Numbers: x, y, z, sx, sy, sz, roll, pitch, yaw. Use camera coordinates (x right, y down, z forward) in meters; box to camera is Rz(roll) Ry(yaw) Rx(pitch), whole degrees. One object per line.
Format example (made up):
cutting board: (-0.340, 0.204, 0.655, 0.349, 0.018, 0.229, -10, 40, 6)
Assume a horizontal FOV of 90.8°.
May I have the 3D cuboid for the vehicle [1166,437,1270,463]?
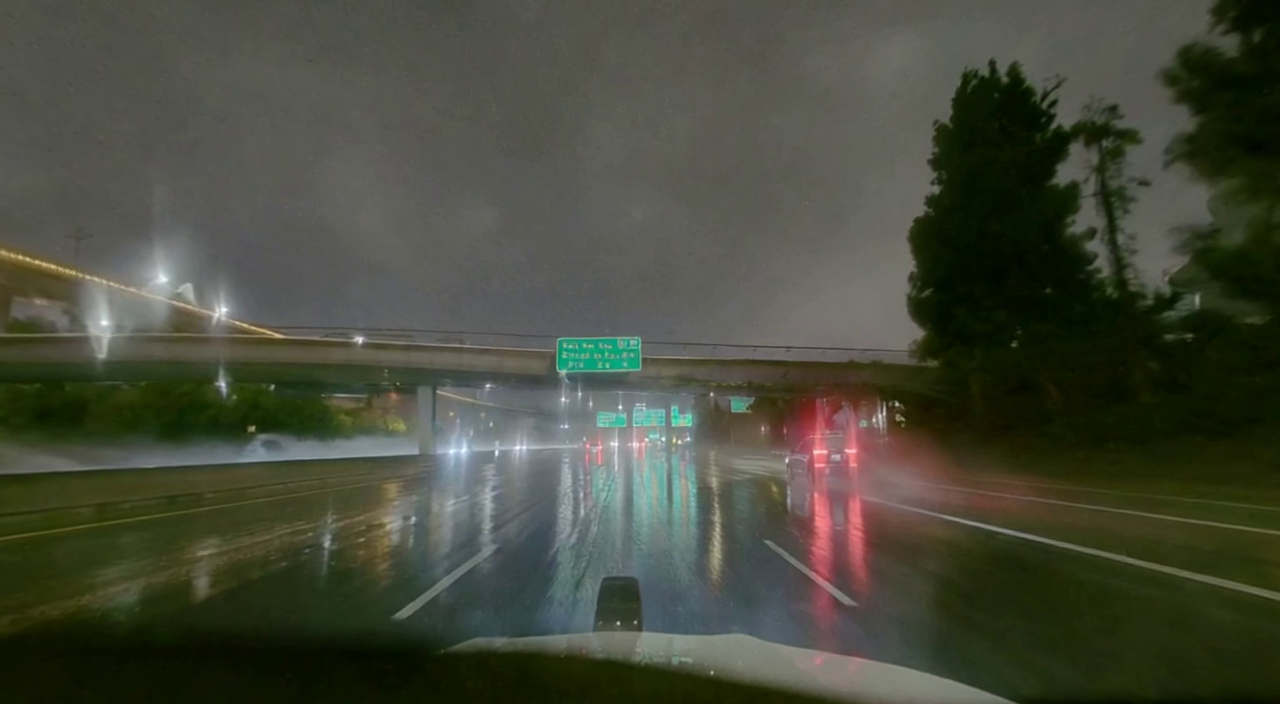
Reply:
vehicle: (36.358, 6.180, 39.946, 1.937, 1.478, 4.733, 0, -8, -3)
